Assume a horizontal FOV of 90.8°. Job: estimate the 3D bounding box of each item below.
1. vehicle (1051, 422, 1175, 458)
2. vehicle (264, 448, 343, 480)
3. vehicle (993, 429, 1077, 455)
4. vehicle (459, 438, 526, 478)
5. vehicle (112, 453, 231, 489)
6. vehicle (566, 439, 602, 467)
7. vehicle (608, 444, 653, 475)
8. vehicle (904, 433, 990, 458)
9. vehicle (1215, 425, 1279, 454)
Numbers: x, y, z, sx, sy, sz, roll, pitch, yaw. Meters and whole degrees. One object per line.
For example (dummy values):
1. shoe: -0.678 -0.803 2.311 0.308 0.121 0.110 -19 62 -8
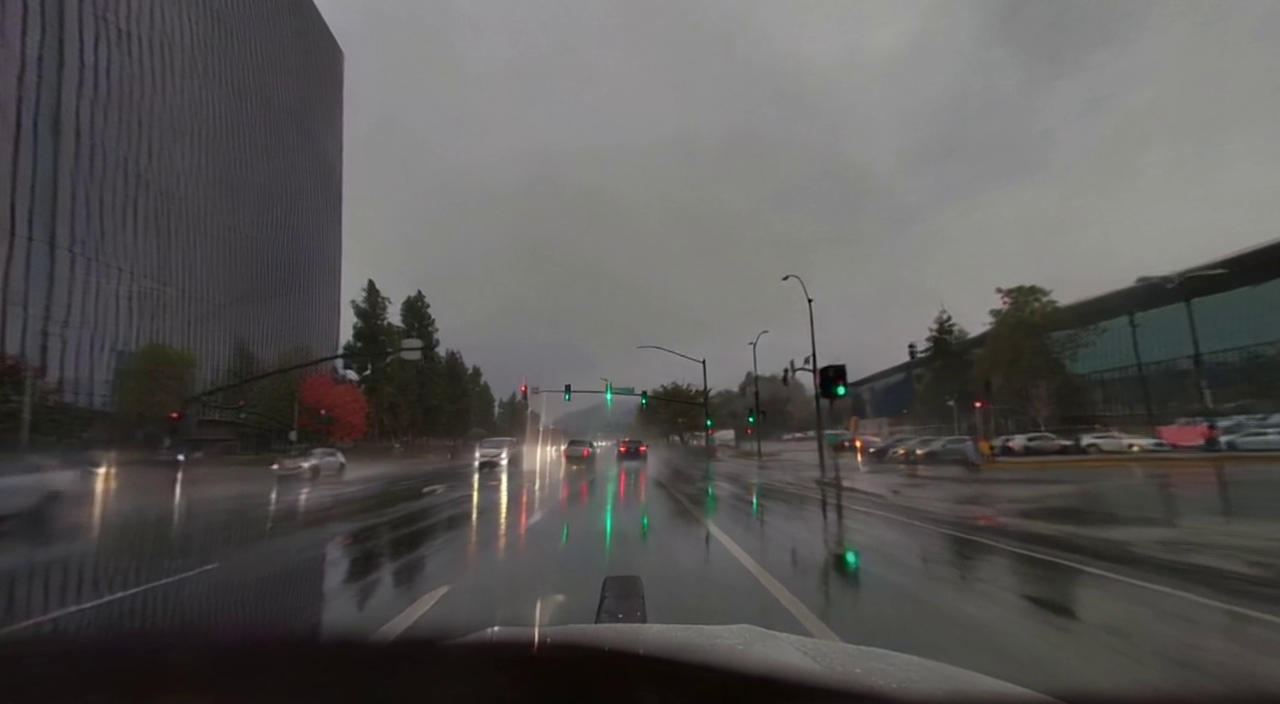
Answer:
1. vehicle: 29.012 5.413 38.951 5.696 1.795 1.856 -5 -7 14
2. vehicle: -18.065 5.997 34.189 1.793 1.547 4.552 0 -9 -1
3. vehicle: 26.947 6.157 43.263 4.424 1.713 1.887 -2 -8 16
4. vehicle: -6.547 4.758 28.525 1.937 1.659 4.259 0 -9 0
5. vehicle: -21.565 5.455 29.370 1.955 1.477 4.672 0 -9 -1
6. vehicle: -3.687 6.756 42.409 2.001 1.784 4.483 0 -9 0
7. vehicle: -0.483 5.201 30.881 2.050 1.385 4.096 0 -9 -1
8. vehicle: 20.164 6.204 41.694 4.778 1.588 1.822 -3 -9 16
9. vehicle: 37.329 5.124 37.221 4.557 1.493 1.919 -5 -6 16
